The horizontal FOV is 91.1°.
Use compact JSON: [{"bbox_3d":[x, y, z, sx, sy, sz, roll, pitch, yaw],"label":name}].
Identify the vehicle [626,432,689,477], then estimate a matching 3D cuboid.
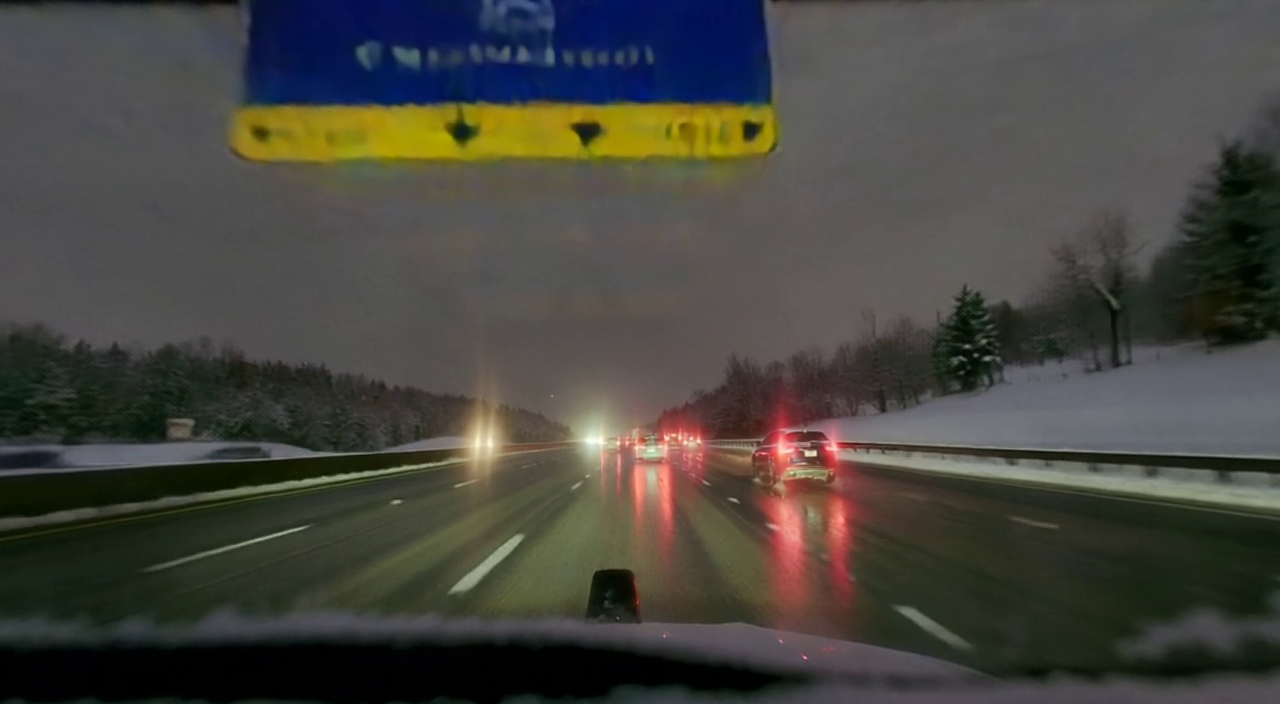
[{"bbox_3d":[0.534,3.650,22.669,2.046,1.467,3.844,0,-8,-2],"label":"vehicle"}]
